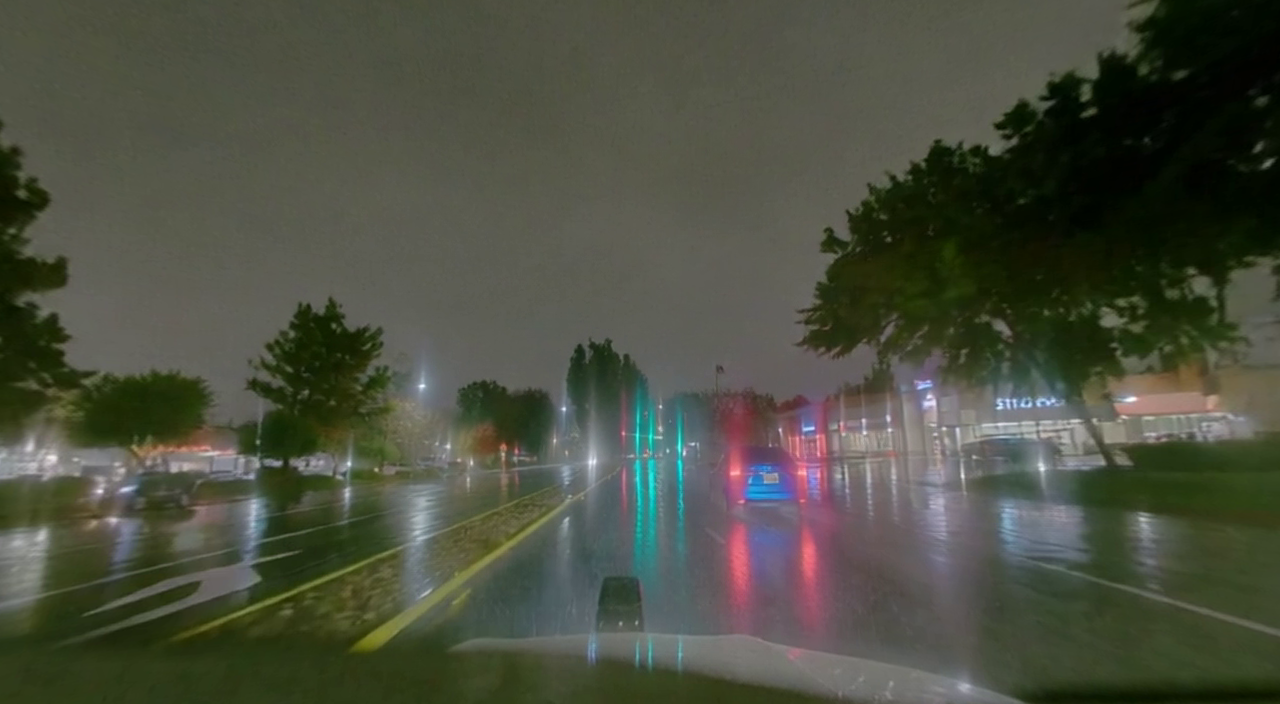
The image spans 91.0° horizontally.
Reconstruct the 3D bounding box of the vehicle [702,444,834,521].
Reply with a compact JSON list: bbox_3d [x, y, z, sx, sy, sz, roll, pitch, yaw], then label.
[{"bbox_3d":[2.780,2.988,14.853,2.015,1.479,4.444,0,-10,-2],"label":"vehicle"}]

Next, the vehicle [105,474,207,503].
[{"bbox_3d":[-27.459,7.726,35.900,4.294,1.417,1.802,5,-11,-29],"label":"vehicle"}]
